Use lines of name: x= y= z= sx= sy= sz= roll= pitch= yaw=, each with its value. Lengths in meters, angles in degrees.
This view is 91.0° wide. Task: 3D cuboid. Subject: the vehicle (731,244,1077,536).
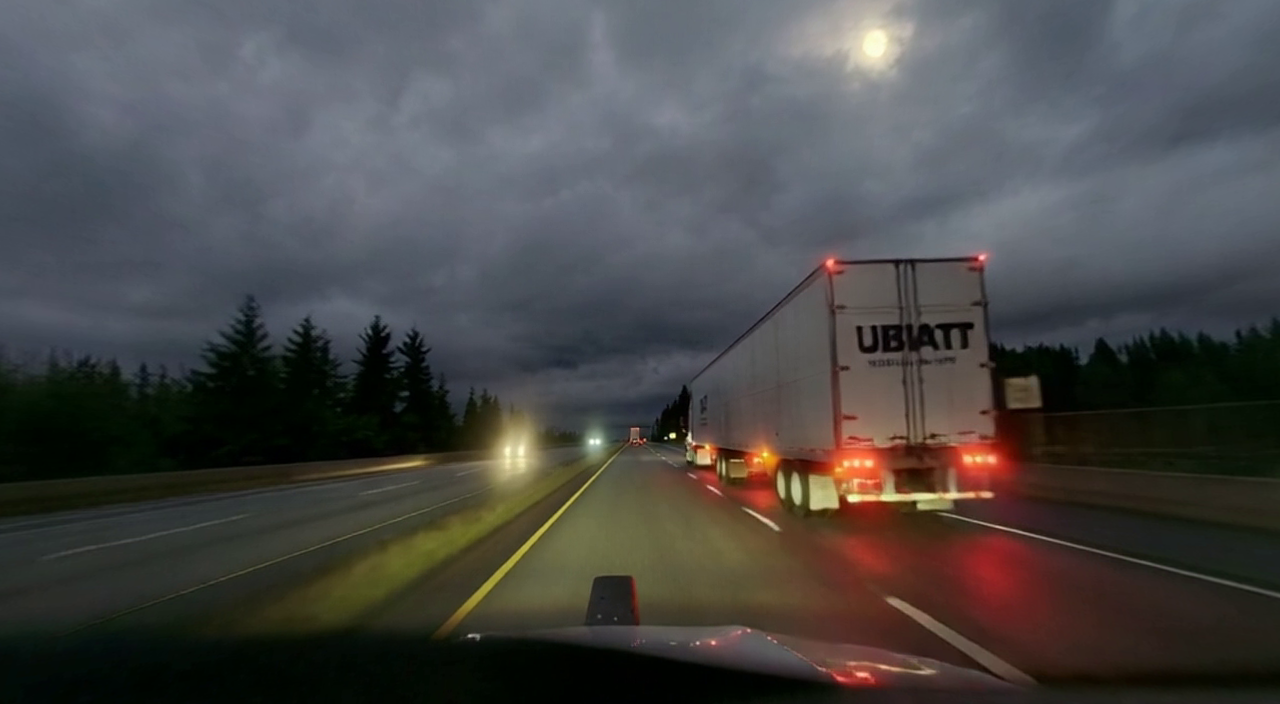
vehicle: x=4.021 y=1.017 z=12.441 sx=3.006 sy=3.850 sz=8.310 roll=0 pitch=-8 yaw=-1
